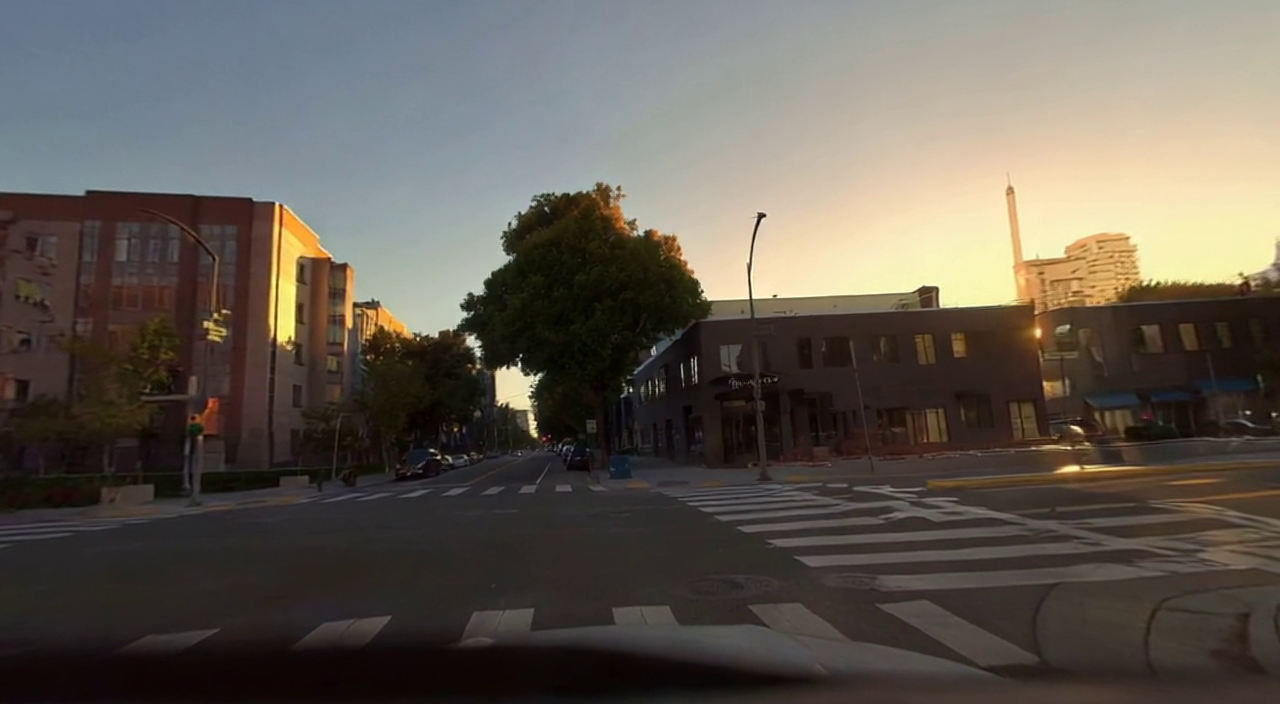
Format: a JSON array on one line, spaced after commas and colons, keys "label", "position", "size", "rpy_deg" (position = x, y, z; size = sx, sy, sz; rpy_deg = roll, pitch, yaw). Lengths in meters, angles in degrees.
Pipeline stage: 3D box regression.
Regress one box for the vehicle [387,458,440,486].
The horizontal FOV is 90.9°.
[{"label": "vehicle", "position": [-13.404, 7.089, 37.523], "size": [2.033, 1.491, 4.298], "rpy_deg": [1, -9, -7]}]
